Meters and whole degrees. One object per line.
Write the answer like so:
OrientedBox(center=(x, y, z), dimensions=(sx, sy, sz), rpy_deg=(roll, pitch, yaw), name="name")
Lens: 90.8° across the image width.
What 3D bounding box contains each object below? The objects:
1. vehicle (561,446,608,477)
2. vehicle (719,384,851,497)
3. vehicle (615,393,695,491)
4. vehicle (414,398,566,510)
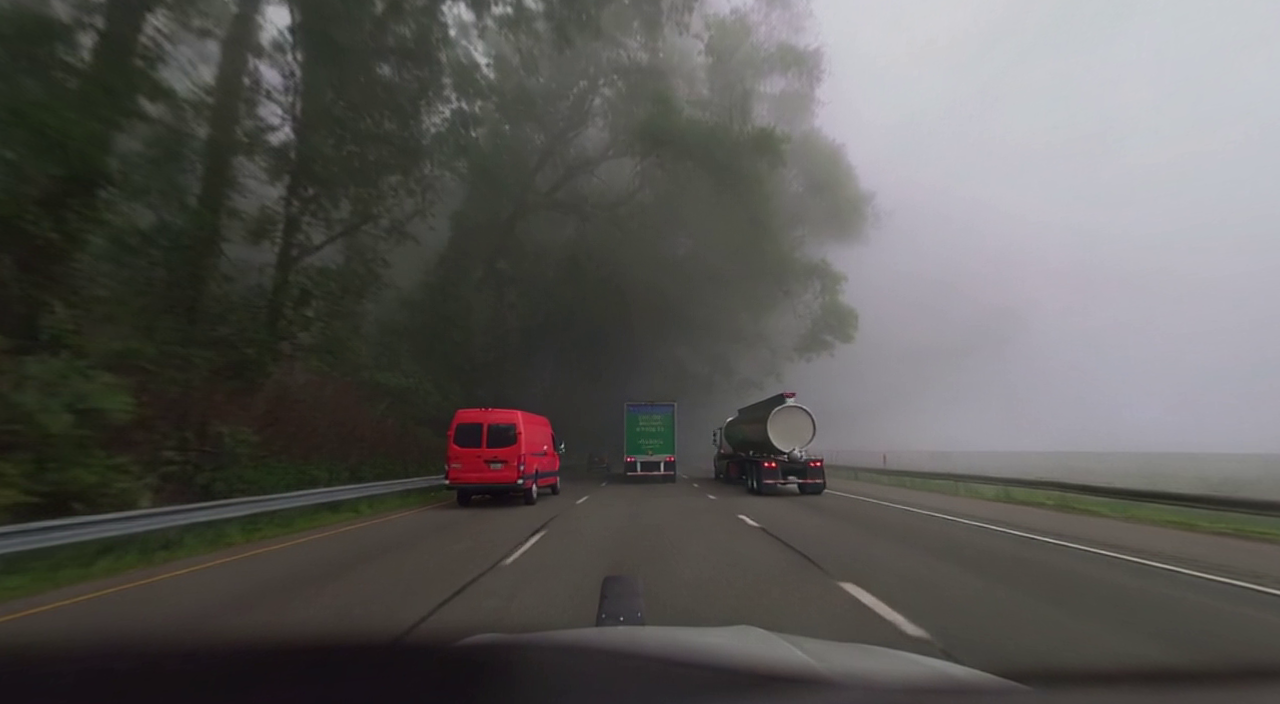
OrientedBox(center=(-3.172, 6.354, 36.862), dimensions=(2.134, 1.652, 4.439), rpy_deg=(-1, -9, 3), name="vehicle")
OrientedBox(center=(5.207, 3.618, 25.398), dimensions=(2.706, 3.500, 11.483), rpy_deg=(0, -9, 1), name="vehicle")
OrientedBox(center=(0.337, 3.962, 27.271), dimensions=(2.773, 3.455, 9.118), rpy_deg=(0, -9, -3), name="vehicle")
OrientedBox(center=(-3.845, 2.848, 17.777), dimensions=(2.525, 2.572, 6.260), rpy_deg=(0, -9, 2), name="vehicle")
